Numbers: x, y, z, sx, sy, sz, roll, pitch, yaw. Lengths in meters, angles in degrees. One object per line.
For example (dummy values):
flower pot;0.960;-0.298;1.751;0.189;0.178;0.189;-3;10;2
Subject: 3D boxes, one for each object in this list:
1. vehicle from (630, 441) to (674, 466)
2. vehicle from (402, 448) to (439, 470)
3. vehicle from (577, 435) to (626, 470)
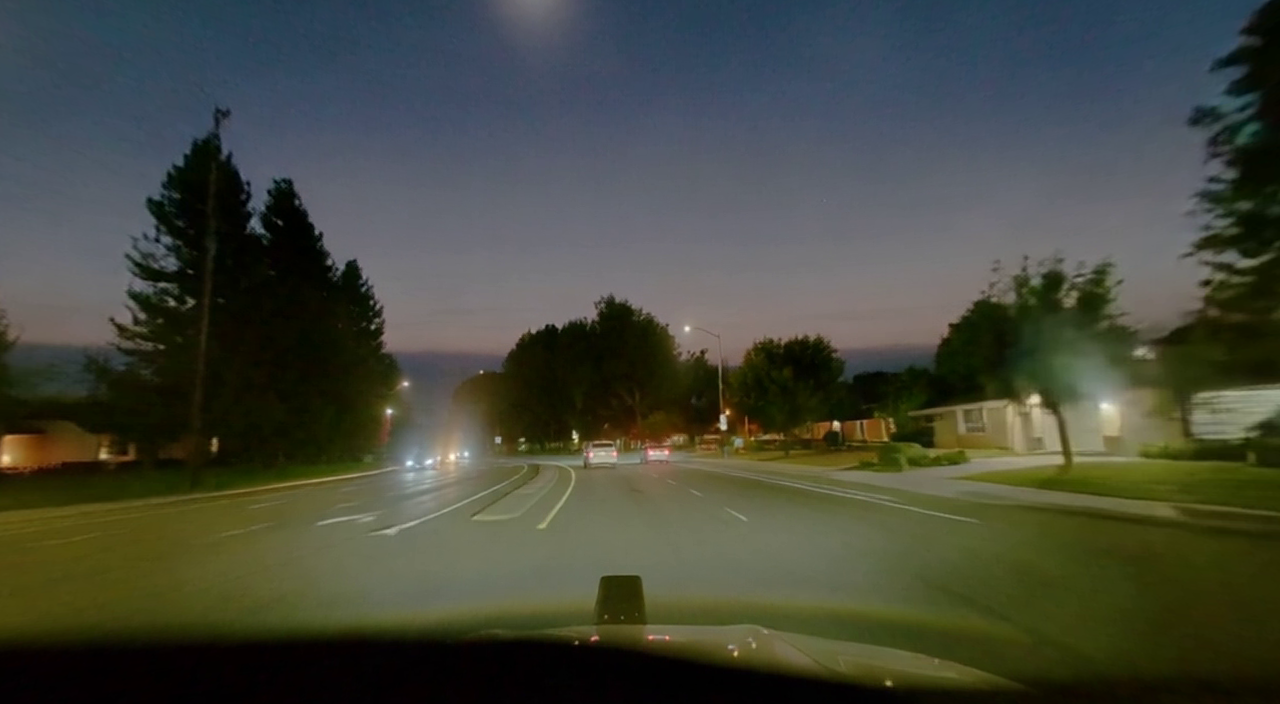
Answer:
vehicle;0.684;6.520;40.710;1.915;1.495;4.880;1;-8;-10
vehicle;-16.948;8.264;48.724;1.924;1.481;4.727;1;-8;-10
vehicle;-2.195;5.494;34.478;2.165;1.783;4.391;1;-8;-10
